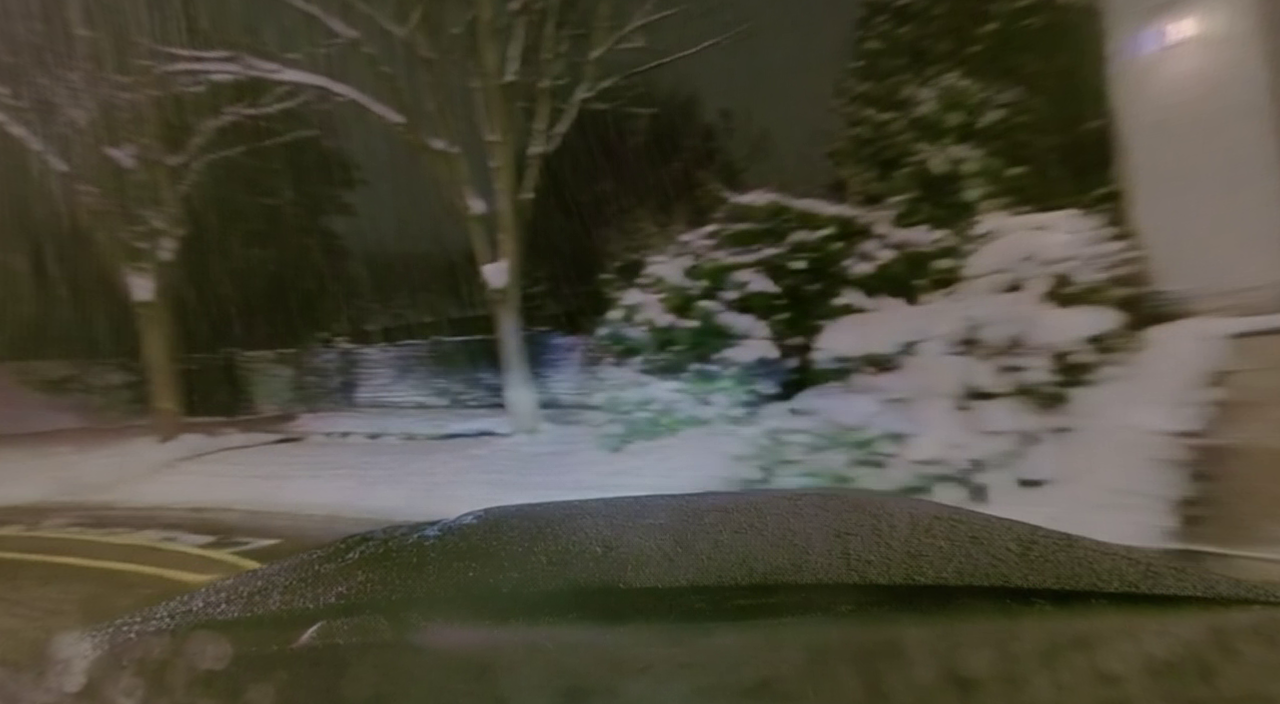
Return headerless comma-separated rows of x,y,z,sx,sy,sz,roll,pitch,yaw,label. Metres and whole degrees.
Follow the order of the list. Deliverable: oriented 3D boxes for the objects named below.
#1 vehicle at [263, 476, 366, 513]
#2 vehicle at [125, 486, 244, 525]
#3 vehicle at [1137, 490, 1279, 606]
-17.181,7.597,33.522,2.019,1.697,4.310,-2,-14,25,vehicle
-21.420,7.168,29.725,4.315,1.435,1.804,7,-10,-38,vehicle
11.303,3.518,11.874,1.860,1.477,4.629,-5,-9,24,vehicle
